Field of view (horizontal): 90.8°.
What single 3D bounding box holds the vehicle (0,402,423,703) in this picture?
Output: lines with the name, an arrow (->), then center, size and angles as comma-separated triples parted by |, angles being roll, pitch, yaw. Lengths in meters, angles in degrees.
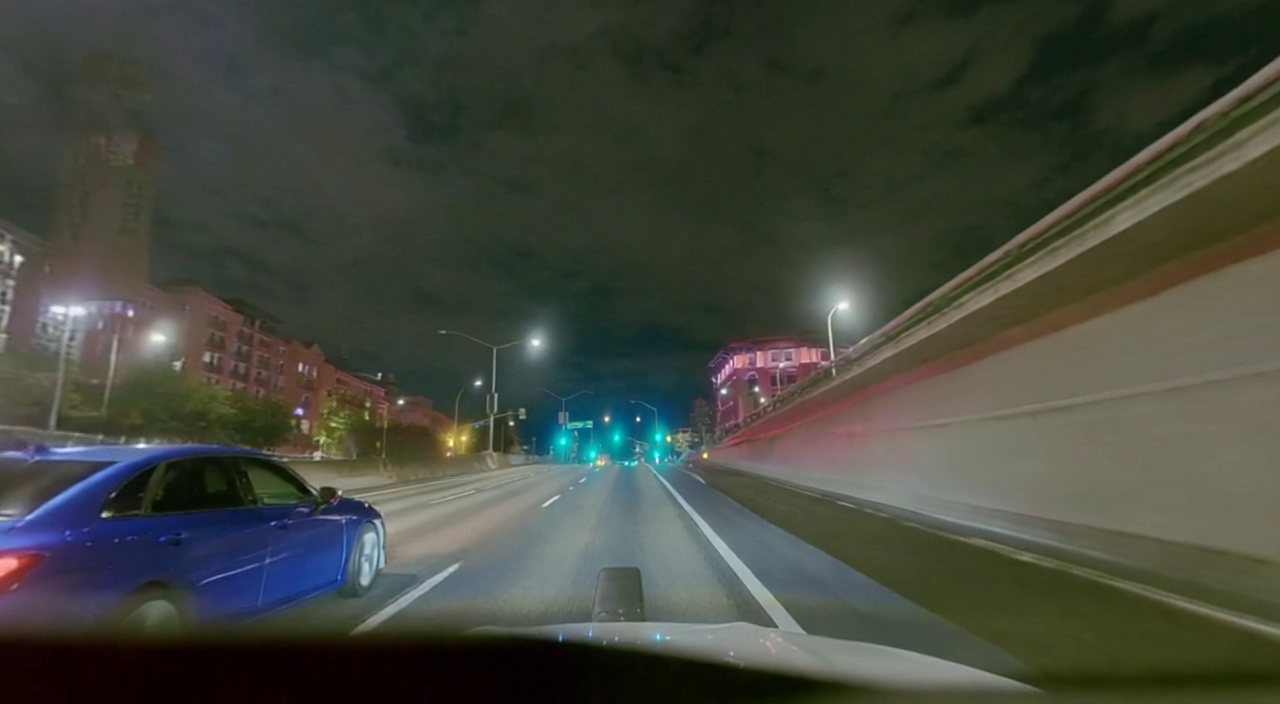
vehicle -> -3.183, 1.214, 4.068 | 2.041, 1.470, 4.290 | 0, -9, 0
